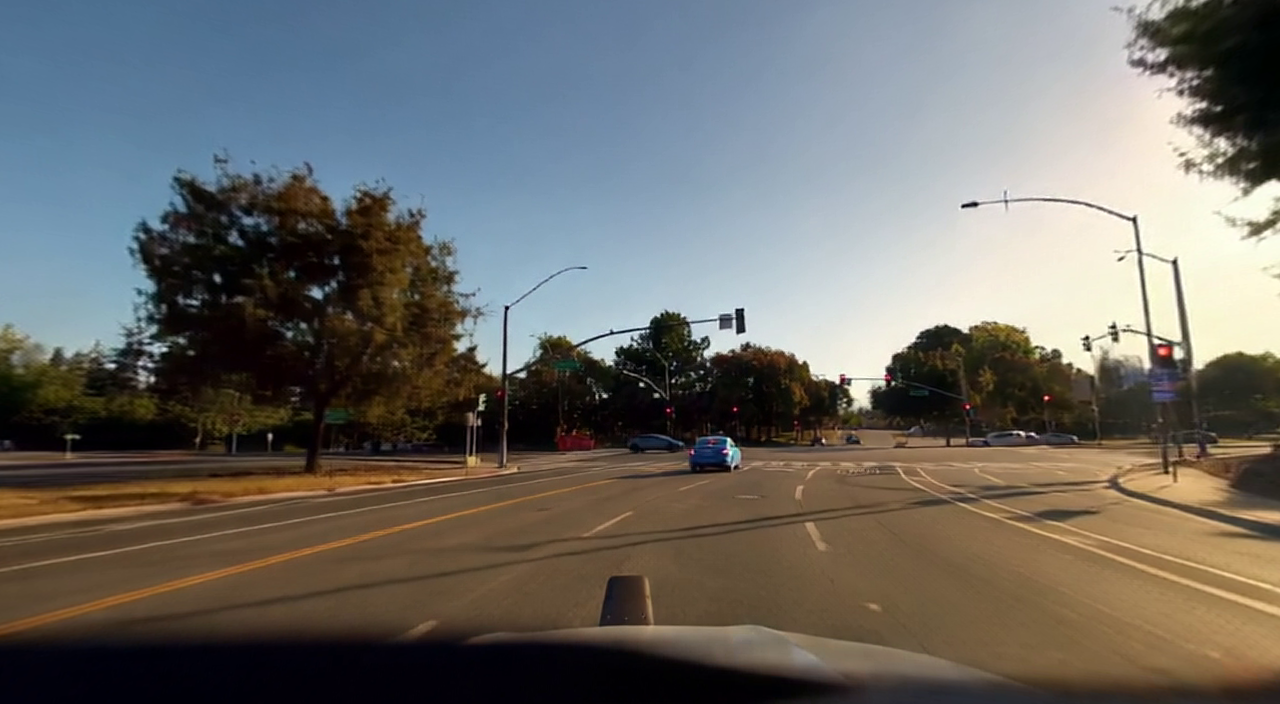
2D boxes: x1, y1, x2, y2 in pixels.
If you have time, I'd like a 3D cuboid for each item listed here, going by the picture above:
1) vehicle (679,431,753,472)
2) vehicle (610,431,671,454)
[{"bbox_3d":[3.300,4.222,26.818,2.055,1.573,4.065,-4,-9,23],"label":"vehicle"},{"bbox_3d":[0.041,7.132,49.582,4.406,1.661,1.857,-4,-9,23],"label":"vehicle"}]
